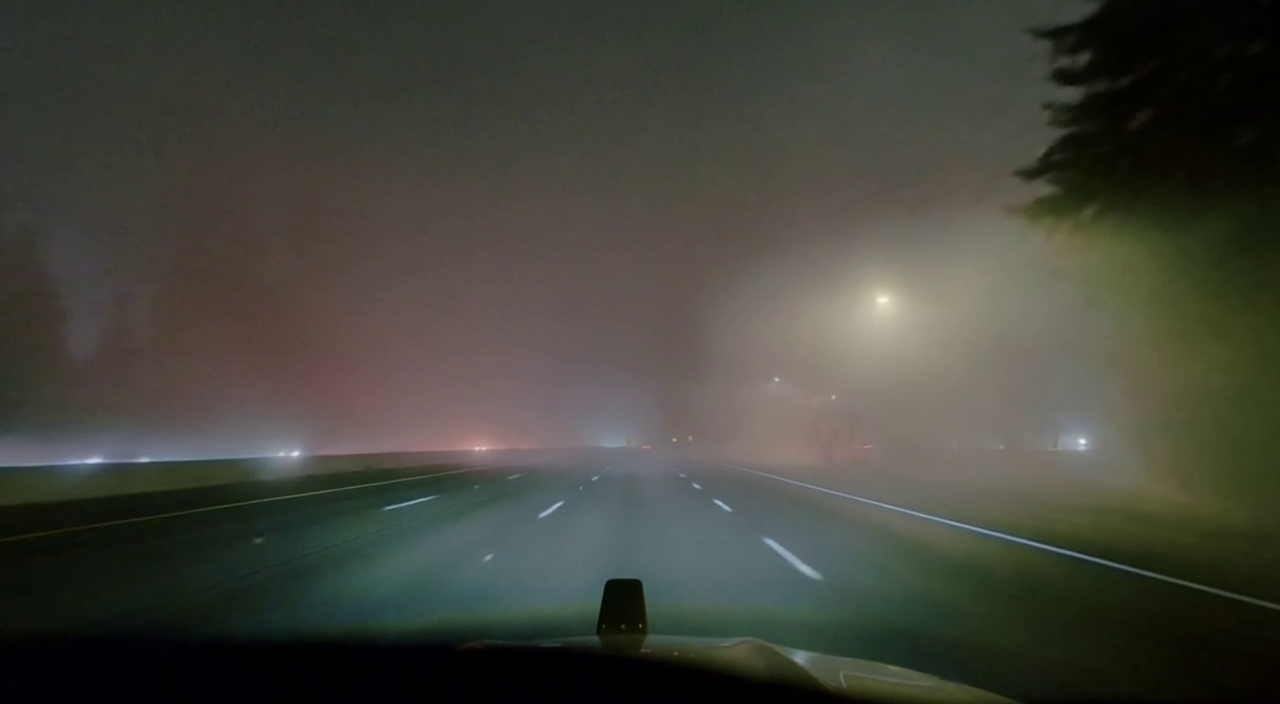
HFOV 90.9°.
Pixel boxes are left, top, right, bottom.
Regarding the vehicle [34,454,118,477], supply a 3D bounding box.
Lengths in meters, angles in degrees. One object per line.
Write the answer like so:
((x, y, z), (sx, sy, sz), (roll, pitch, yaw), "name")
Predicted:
((-38.905, 7.813, 43.681), (1.857, 1.405, 4.314), (0, -8, 0), "vehicle")
